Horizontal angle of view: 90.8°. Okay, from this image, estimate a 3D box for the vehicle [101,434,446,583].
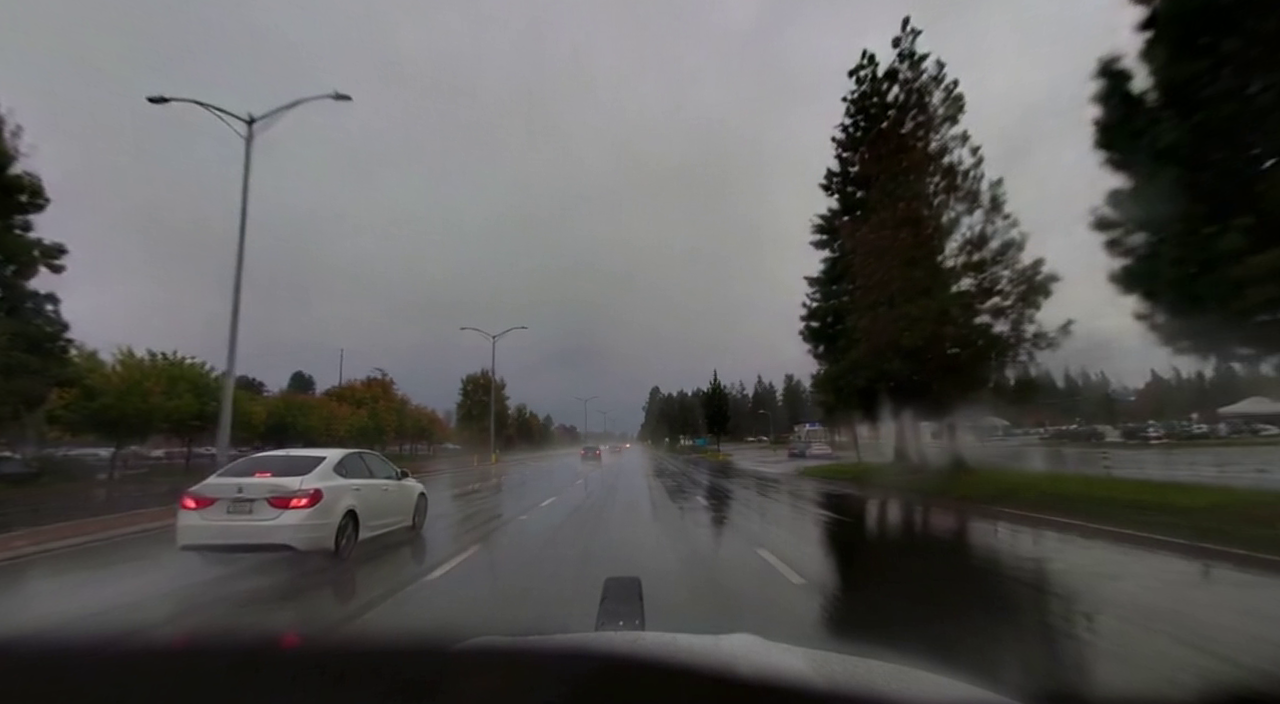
[{"bbox_3d":[-4.320,1.885,8.536,2.003,1.454,4.484,0,-8,-1],"label":"vehicle"}]
